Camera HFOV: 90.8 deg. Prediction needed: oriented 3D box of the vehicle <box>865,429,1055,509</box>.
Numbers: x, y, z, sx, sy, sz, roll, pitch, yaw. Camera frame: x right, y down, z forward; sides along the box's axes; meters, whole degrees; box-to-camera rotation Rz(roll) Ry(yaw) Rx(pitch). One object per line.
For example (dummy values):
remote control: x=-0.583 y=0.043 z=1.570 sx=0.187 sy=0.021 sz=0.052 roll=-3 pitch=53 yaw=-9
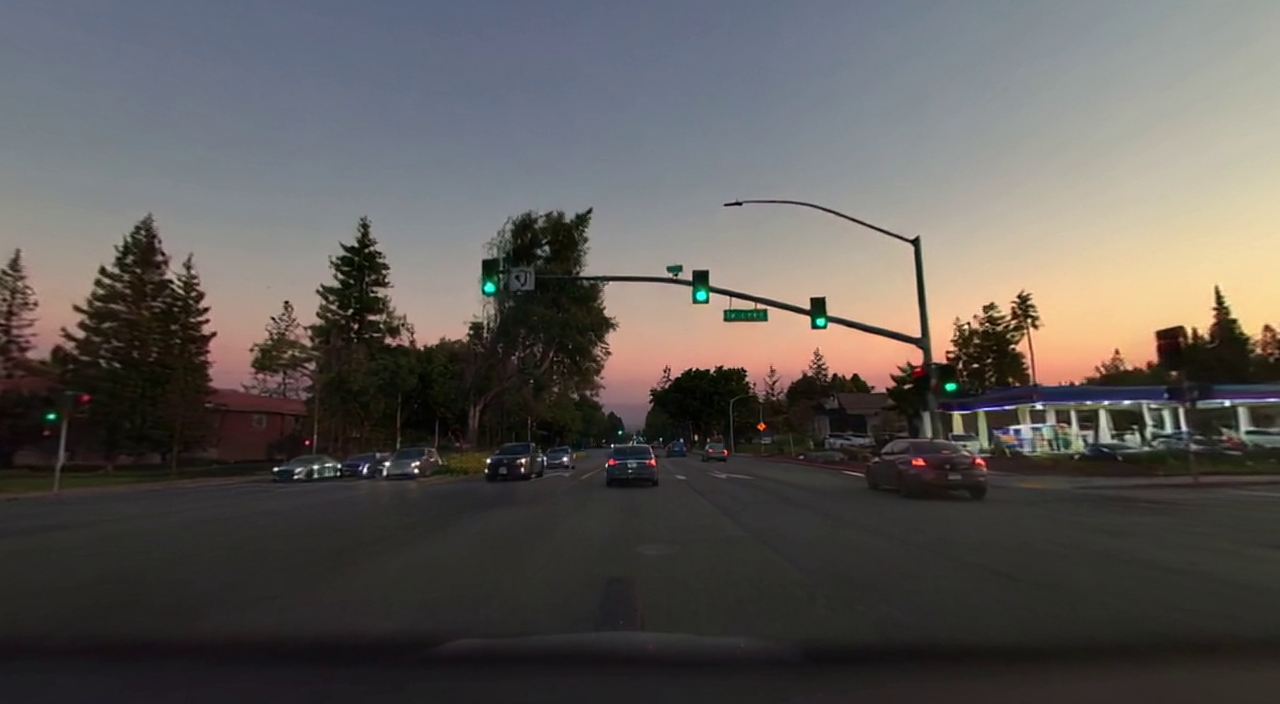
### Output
vehicle: x=6.800 y=2.535 z=14.101 sx=1.890 sy=1.489 sz=4.396 roll=0 pitch=-9 yaw=-1

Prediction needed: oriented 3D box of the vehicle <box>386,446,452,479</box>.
vehicle: x=-11.822 y=5.919 z=34.077 sx=1.944 sy=1.647 sz=4.395 roll=0 pitch=-9 yaw=0

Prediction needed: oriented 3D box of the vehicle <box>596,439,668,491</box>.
vehicle: x=-0.273 y=3.509 z=19.856 sx=2.040 sy=1.451 sz=3.736 roll=0 pitch=-9 yaw=-1

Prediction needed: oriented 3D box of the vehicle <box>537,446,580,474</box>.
vehicle: x=-5.209 y=6.987 z=41.024 sx=2.137 sy=1.685 sz=4.587 roll=0 pitch=-9 yaw=0

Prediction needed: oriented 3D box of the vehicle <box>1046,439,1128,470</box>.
vehicle: x=26.000 y=5.963 z=36.751 sx=4.246 sy=1.686 sz=1.910 roll=4 pitch=-10 yaw=-25

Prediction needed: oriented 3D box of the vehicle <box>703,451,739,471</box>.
vehicle: x=6.322 y=8.558 z=49.749 sx=2.143 sy=1.508 sz=4.274 roll=0 pitch=-9 yaw=-2

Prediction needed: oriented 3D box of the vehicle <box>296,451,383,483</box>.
vehicle: x=-14.845 y=5.670 z=31.543 sx=2.001 sy=1.463 sz=4.673 roll=0 pitch=-9 yaw=0

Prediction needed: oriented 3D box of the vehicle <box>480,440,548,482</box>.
vehicle: x=-5.483 y=4.796 z=28.100 sx=1.990 sy=1.673 sz=4.436 roll=0 pitch=-9 yaw=1

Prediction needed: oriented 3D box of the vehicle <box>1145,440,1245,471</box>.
vehicle: x=27.720 y=5.154 z=31.555 sx=4.512 sy=1.468 sz=1.909 roll=4 pitch=-9 yaw=-24
